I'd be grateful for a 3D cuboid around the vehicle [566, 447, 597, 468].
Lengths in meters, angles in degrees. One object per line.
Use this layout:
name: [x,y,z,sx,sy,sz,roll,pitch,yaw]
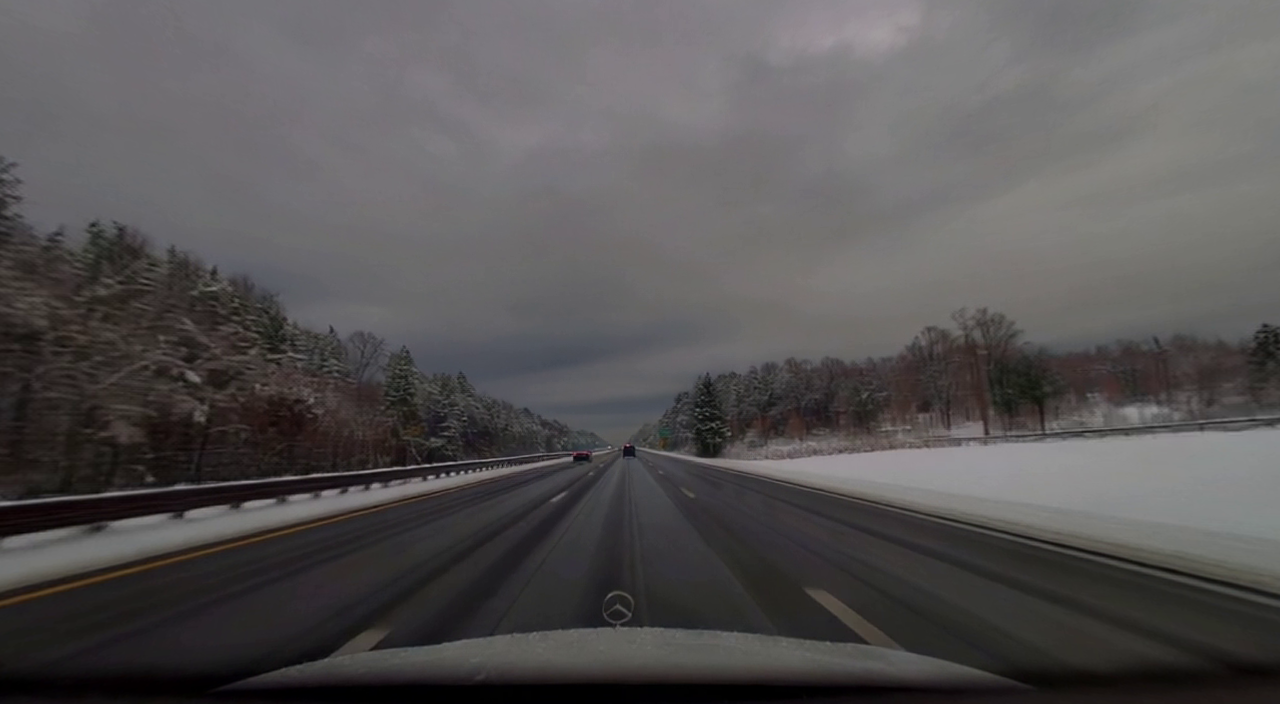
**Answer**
vehicle: [-4.357,7.942,47.486,1.970,1.492,3.944,0,-9,0]
